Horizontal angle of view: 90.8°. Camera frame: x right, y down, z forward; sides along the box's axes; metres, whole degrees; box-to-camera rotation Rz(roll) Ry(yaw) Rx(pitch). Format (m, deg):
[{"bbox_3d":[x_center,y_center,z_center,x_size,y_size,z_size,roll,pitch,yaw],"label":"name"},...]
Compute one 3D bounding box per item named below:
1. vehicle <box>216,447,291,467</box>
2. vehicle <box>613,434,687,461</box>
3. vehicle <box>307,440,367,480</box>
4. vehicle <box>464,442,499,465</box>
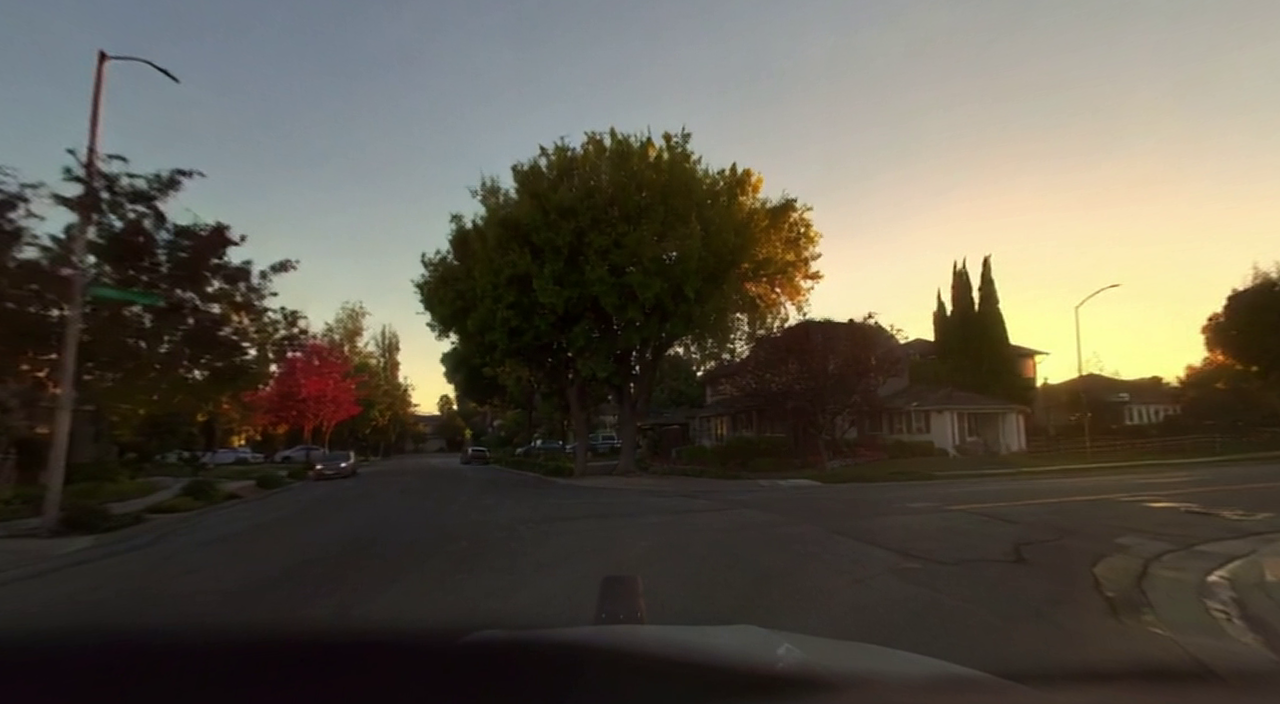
[{"bbox_3d":[-29.532,8.029,48.405,4.526,1.487,1.766,3,-9,-18],"label":"vehicle"},{"bbox_3d":[0.624,6.002,39.821,4.241,1.597,1.833,3,-9,-19],"label":"vehicle"},{"bbox_3d":[-15.464,5.505,32.476,2.152,1.826,4.725,3,-9,-19],"label":"vehicle"},{"bbox_3d":[-12.081,7.696,47.933,2.109,1.676,4.037,3,-9,-19],"label":"vehicle"}]
